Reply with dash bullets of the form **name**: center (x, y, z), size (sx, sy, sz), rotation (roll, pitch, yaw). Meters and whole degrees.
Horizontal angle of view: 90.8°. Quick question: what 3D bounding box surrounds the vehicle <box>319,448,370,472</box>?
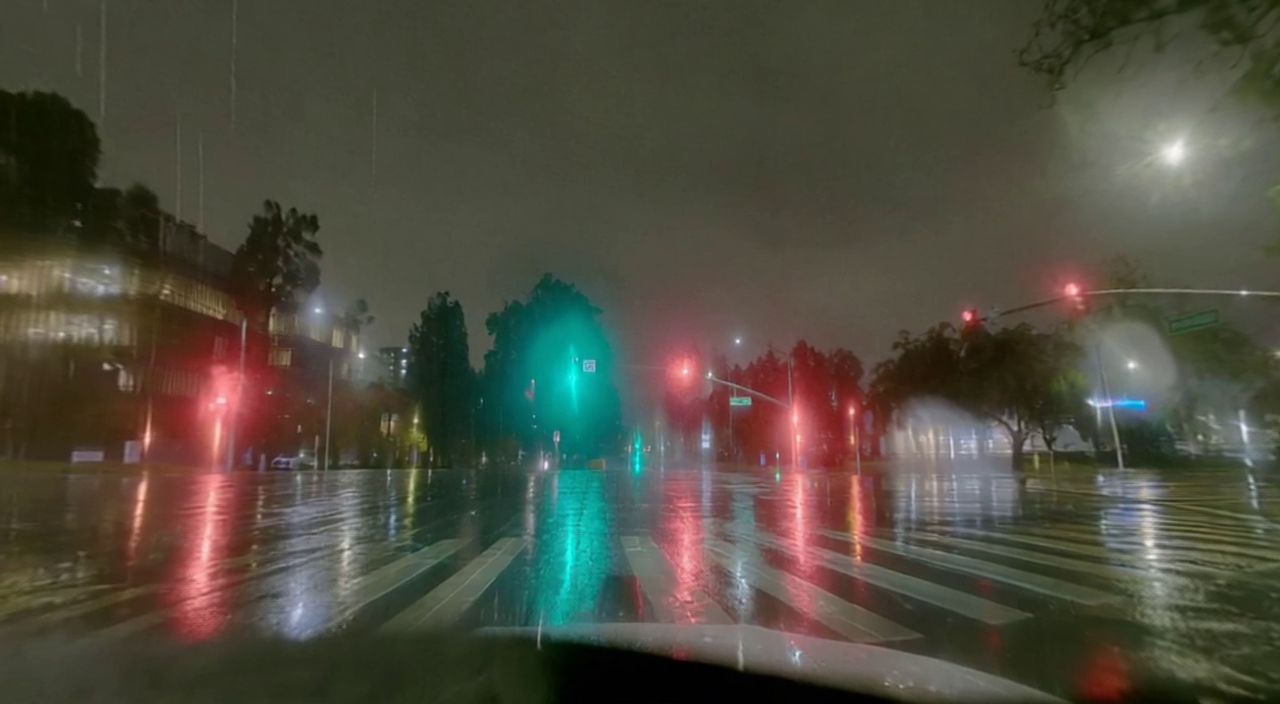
- **vehicle**: center (-22.369, 8.158, 48.094), size (2.023, 1.706, 4.756), rotation (1, -9, -6)

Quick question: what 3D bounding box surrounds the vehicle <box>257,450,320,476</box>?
- **vehicle**: center (-21.797, 6.852, 39.366), size (2.005, 1.496, 4.020), rotation (1, -9, -7)
